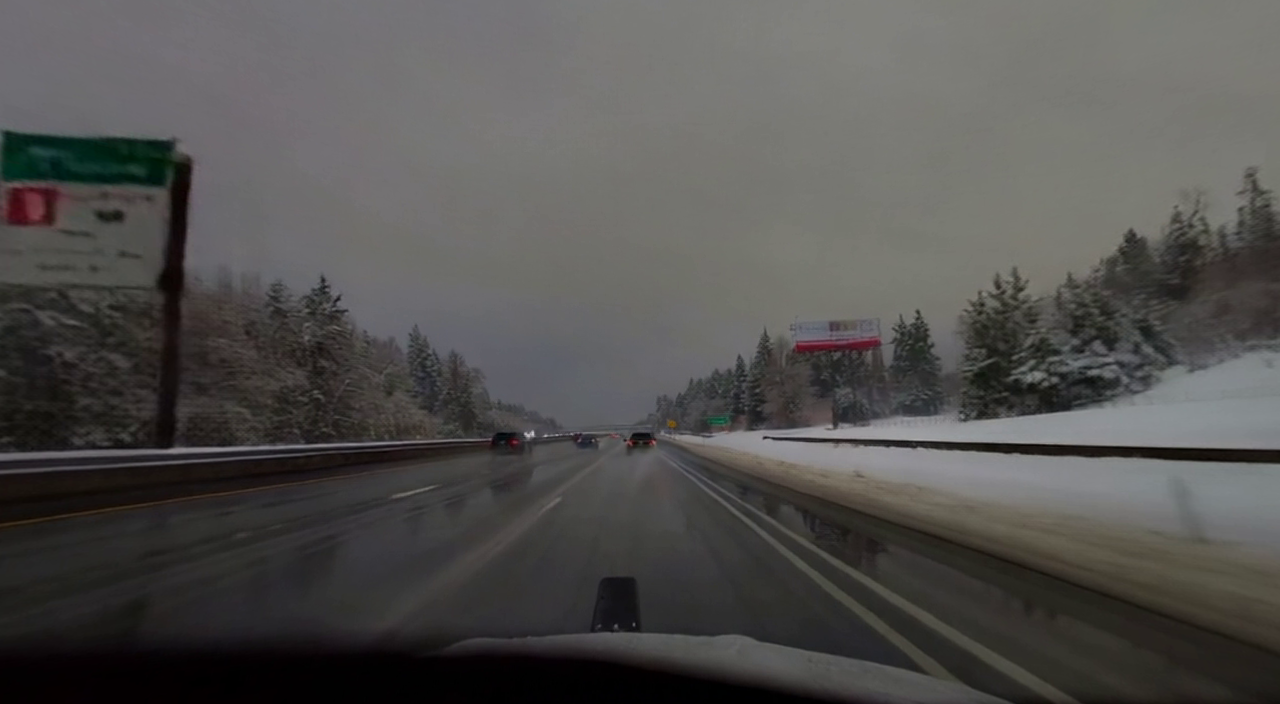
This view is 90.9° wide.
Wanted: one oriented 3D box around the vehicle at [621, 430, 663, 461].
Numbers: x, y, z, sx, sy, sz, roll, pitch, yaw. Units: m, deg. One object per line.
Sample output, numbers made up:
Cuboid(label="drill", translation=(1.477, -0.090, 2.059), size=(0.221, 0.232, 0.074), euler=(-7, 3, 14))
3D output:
Cuboid(label="vehicle", translation=(0.068, 5.345, 36.199), size=(2.240, 1.646, 4.949), euler=(0, -8, -1))

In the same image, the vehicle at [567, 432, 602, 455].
Cuboid(label="vehicle", translation=(-3.827, 6.385, 44.218), size=(2.103, 1.512, 4.155), euler=(0, -8, 0))

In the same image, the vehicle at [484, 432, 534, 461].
Cuboid(label="vehicle", translation=(-7.585, 5.503, 36.888), size=(2.009, 1.537, 4.449), euler=(0, -8, 0))
